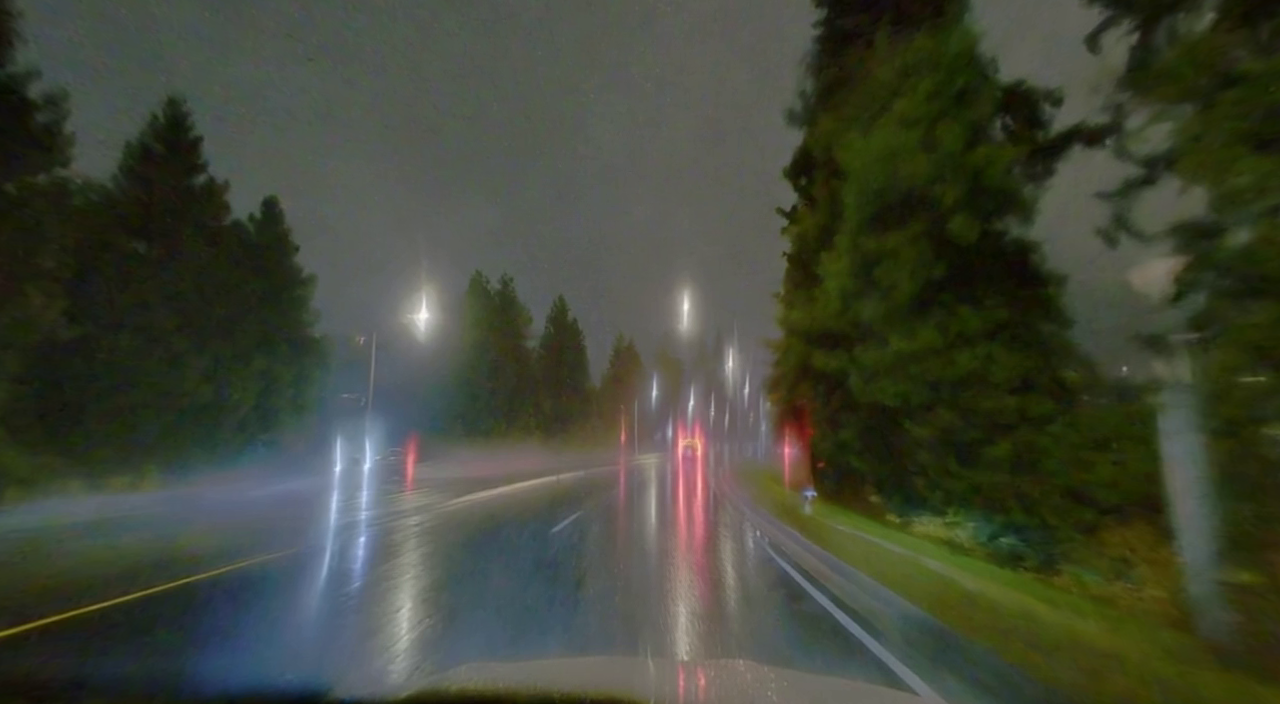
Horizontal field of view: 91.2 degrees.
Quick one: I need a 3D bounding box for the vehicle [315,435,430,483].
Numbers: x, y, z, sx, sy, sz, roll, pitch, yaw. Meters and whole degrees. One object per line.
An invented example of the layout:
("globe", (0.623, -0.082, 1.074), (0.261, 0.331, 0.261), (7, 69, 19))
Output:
("vehicle", (-10.029, 4.055, 23.942), (2.023, 1.657, 4.394), (-1, -9, 7))
